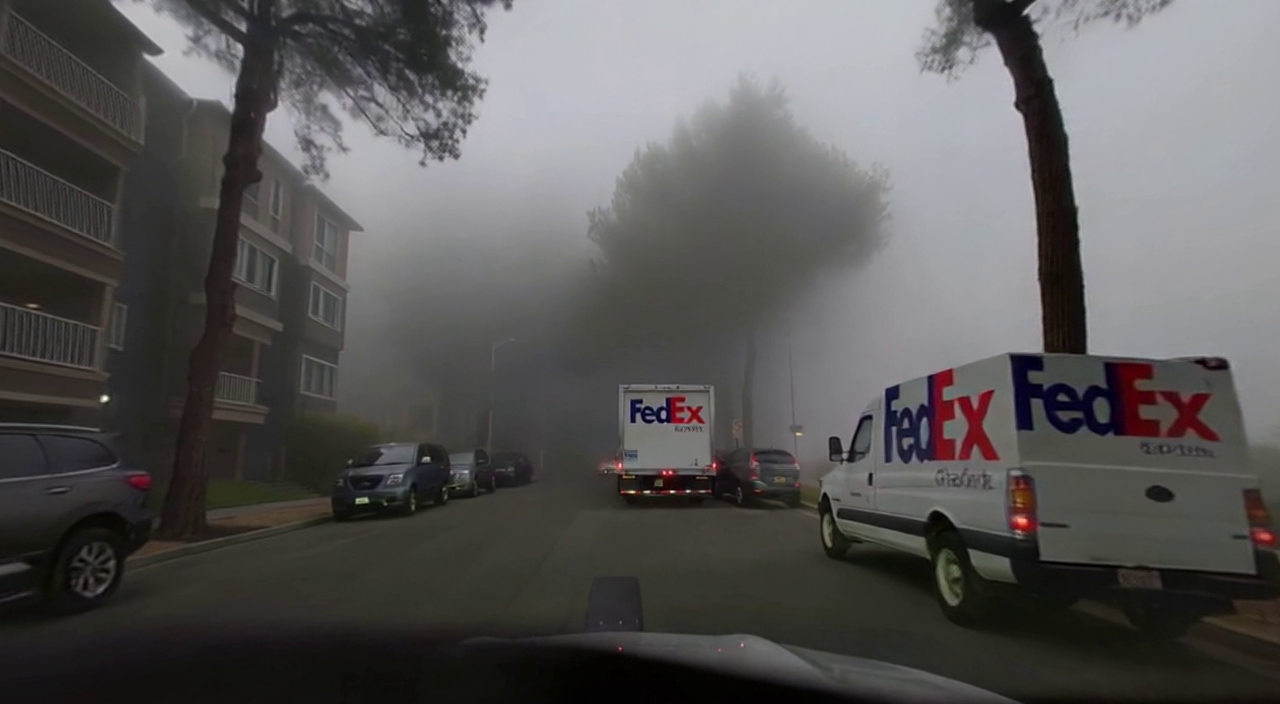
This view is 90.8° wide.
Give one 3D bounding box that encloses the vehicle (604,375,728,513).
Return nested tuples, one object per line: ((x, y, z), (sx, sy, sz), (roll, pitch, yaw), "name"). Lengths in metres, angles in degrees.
((0.545, 2.805, 19.273), (2.930, 3.275, 8.180), (0, -9, -1), "vehicle")

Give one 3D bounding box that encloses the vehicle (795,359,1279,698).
((3.454, 1.449, 6.590), (2.221, 1.991, 5.564), (0, -9, 0), "vehicle")

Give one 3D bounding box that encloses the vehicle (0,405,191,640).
((-5.886, 1.260, 4.558), (2.089, 1.757, 4.256), (0, -9, 0), "vehicle")

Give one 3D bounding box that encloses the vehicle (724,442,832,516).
((3.344, 3.130, 16.093), (1.868, 1.623, 3.815), (0, -9, 0), "vehicle")

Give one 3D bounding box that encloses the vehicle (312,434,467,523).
((-5.940, 3.031, 15.745), (2.020, 1.867, 4.654), (0, -9, -1), "vehicle")
